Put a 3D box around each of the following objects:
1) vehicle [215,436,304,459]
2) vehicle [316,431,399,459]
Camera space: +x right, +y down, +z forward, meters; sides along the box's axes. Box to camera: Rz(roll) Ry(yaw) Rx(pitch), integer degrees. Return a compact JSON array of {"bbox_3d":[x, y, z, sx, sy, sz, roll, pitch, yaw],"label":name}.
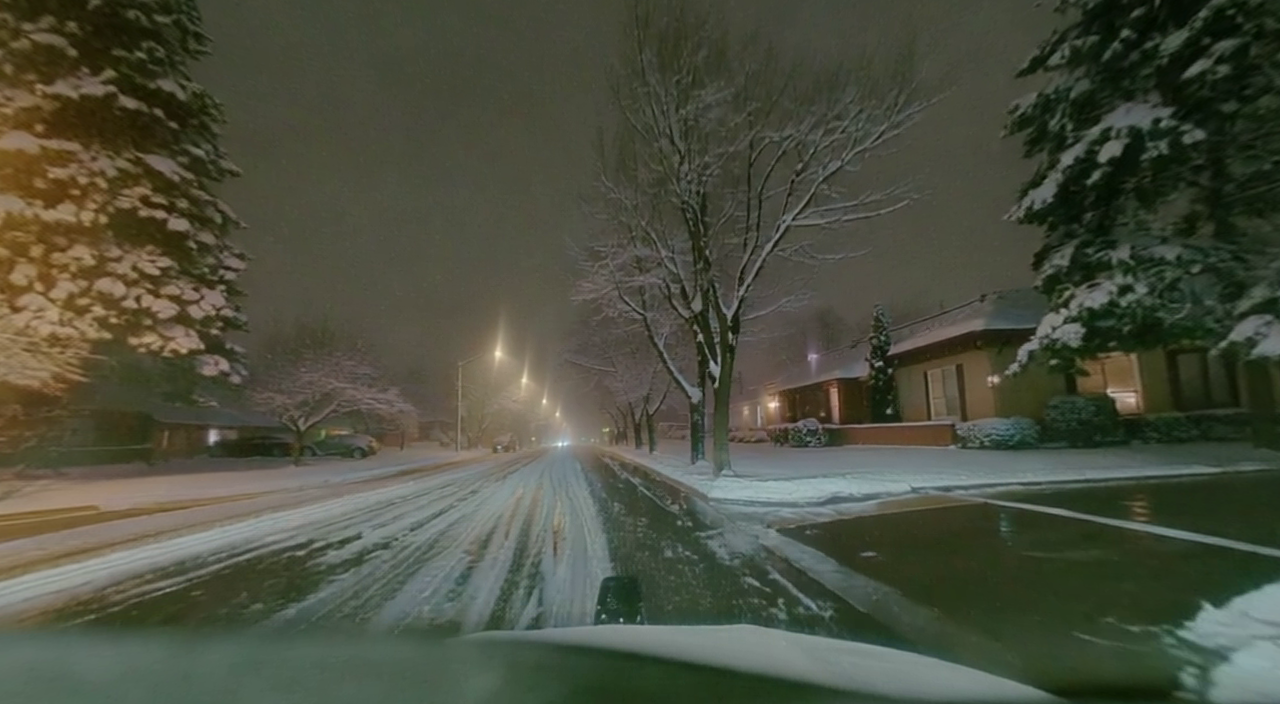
[{"bbox_3d":[-24.776,6.235,41.224,4.531,1.470,1.855,1,-8,-4],"label":"vehicle"},{"bbox_3d":[-18.474,6.088,41.491,4.559,1.745,1.918,1,-8,-8],"label":"vehicle"}]
